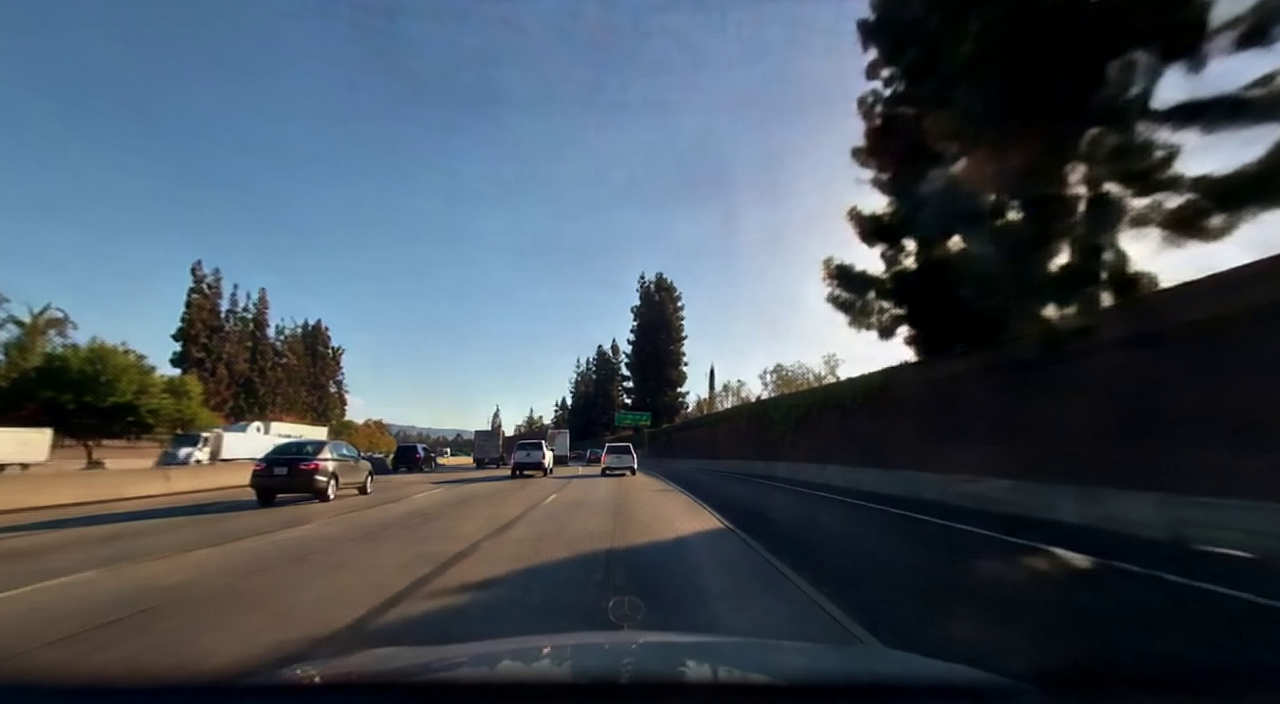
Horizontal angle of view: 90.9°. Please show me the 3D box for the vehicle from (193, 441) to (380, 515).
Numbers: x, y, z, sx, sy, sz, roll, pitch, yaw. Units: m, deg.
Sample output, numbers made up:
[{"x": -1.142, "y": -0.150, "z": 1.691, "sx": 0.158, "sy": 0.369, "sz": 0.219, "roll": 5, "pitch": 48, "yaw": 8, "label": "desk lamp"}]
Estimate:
[{"x": -7.988, "y": 2.845, "z": 14.853, "sx": 1.896, "sy": 1.465, "sz": 4.399, "roll": 0, "pitch": -8, "yaw": 0, "label": "vehicle"}]

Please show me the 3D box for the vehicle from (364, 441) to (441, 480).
[{"x": -11.951, "y": 5.456, "z": 32.201, "sx": 2.079, "sy": 1.807, "sz": 5.187, "roll": 0, "pitch": -8, "yaw": -2, "label": "vehicle"}]

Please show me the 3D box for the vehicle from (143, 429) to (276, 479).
[{"x": -16.744, "y": 3.988, "z": 24.906, "sx": 2.044, "sy": 1.747, "sz": 4.769, "roll": 0, "pitch": -8, "yaw": -3, "label": "vehicle"}]

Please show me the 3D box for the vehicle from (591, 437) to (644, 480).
[{"x": -0.995, "y": 4.528, "z": 27.107, "sx": 2.092, "sy": 1.671, "sz": 3.772, "roll": 0, "pitch": -8, "yaw": -3, "label": "vehicle"}]

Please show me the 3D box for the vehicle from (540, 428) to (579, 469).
[{"x": -5.595, "y": 6.810, "z": 44.494, "sx": 2.279, "sy": 2.672, "sz": 5.256, "roll": 0, "pitch": -8, "yaw": -2, "label": "vehicle"}]

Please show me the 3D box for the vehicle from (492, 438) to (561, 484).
[{"x": -4.315, "y": 4.216, "z": 24.744, "sx": 2.005, "sy": 1.631, "sz": 4.295, "roll": 0, "pitch": -8, "yaw": -1, "label": "vehicle"}]
